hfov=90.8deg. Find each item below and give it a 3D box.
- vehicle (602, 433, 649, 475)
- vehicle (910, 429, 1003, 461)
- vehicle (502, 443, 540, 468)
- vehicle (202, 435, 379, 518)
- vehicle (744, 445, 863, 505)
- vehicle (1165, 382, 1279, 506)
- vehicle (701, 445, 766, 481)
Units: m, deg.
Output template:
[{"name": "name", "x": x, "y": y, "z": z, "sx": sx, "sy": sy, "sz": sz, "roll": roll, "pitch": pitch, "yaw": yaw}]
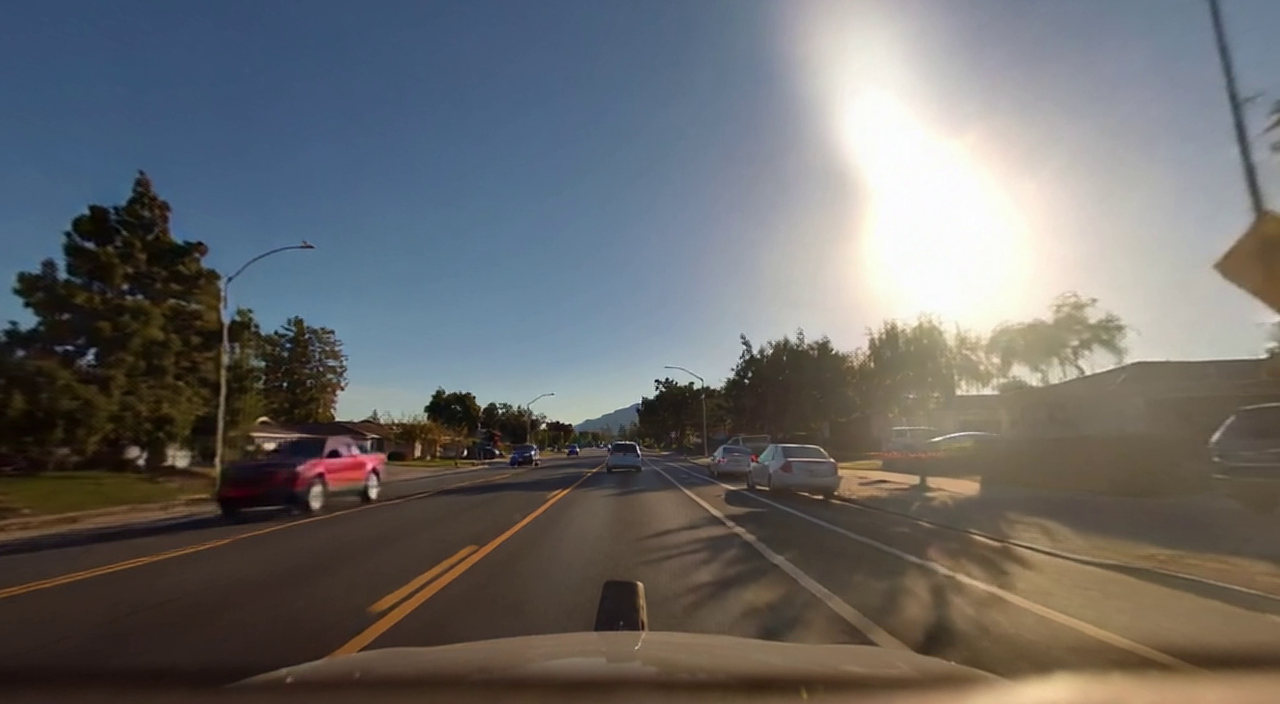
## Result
[{"name": "vehicle", "x": -0.704, "y": 5.076, "z": 31.642, "sx": 2.153, "sy": 1.942, "sz": 4.767, "roll": 0, "pitch": -9, "yaw": -1}, {"name": "vehicle", "x": 17.955, "y": 5.283, "z": 35.955, "sx": 4.172, "sy": 1.705, "sz": 2.032, "roll": 1, "pitch": -9, "yaw": -7}, {"name": "vehicle", "x": -9.037, "y": 7.849, "z": 48.164, "sx": 1.999, "sy": 1.806, "sz": 4.479, "roll": 0, "pitch": -9, "yaw": 0}, {"name": "vehicle", "x": -8.216, "y": 2.930, "z": 15.433, "sx": 1.945, "sy": 1.712, "sz": 4.240, "roll": 0, "pitch": -9, "yaw": -1}, {"name": "vehicle", "x": 4.435, "y": 3.394, "z": 18.008, "sx": 1.963, "sy": 1.469, "sz": 4.709, "roll": 0, "pitch": -9, "yaw": -2}, {"name": "vehicle", "x": 12.424, "y": 1.580, "z": 10.852, "sx": 4.870, "sy": 1.926, "sz": 2.094, "roll": 0, "pitch": -9, "yaw": -1}, {"name": "vehicle", "x": 4.143, "y": 5.004, "z": 28.898, "sx": 2.001, "sy": 1.480, "sz": 5.022, "roll": 0, "pitch": -9, "yaw": -2}]
